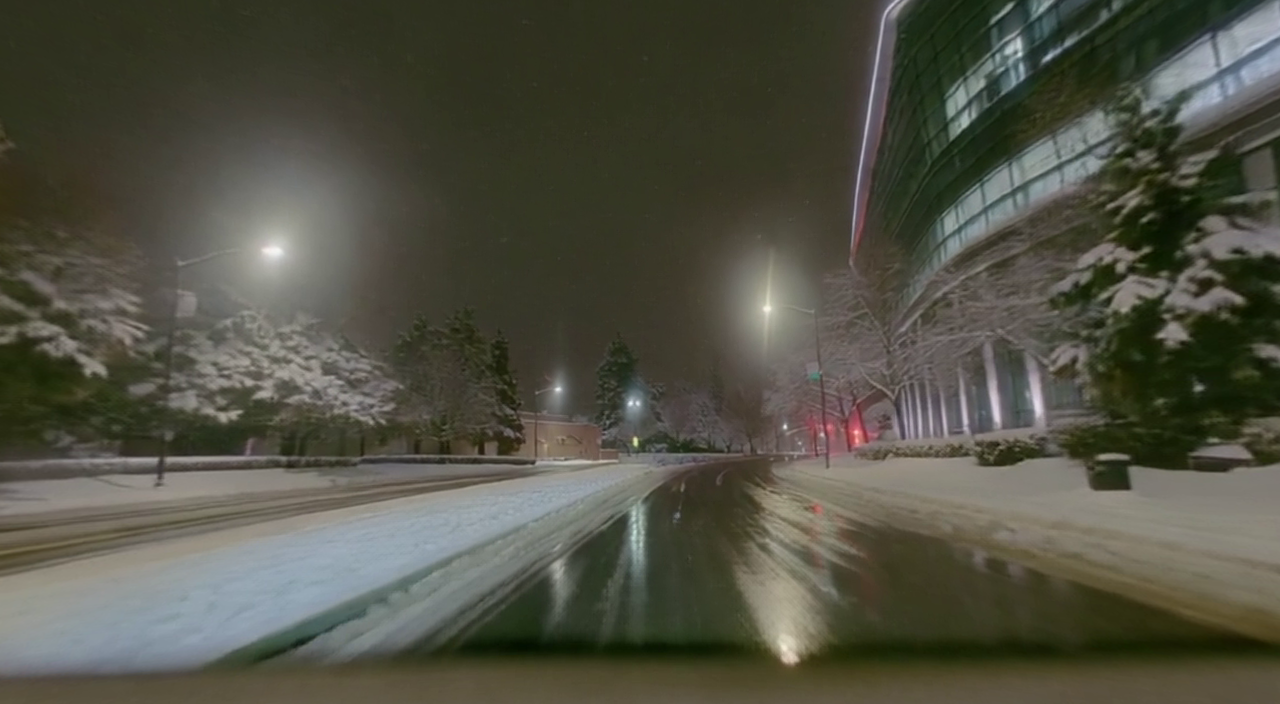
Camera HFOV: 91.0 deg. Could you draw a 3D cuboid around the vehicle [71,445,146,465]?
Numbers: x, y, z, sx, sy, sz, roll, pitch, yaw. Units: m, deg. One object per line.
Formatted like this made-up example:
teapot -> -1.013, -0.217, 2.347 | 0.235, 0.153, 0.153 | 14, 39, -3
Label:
vehicle -> -42.072, 8.150, 49.934 | 4.097, 1.583, 1.995 | 0, -8, 0
